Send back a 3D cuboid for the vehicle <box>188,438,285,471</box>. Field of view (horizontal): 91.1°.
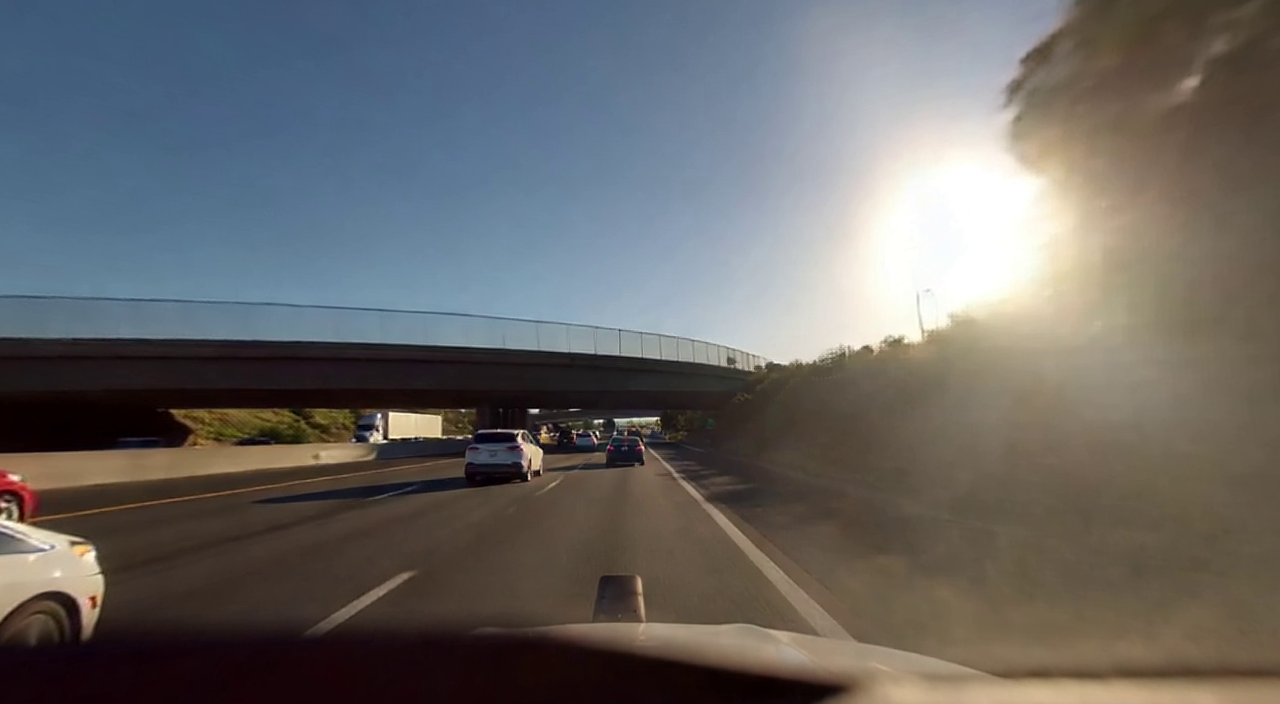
[{"bbox_3d":[-19.732,4.992,30.994,1.851,1.499,4.500,0,-8,-1],"label":"vehicle"}]

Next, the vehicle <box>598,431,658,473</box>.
[{"bbox_3d":[-0.444,3.729,23.711,2.070,1.452,3.834,0,-8,-1],"label":"vehicle"}]

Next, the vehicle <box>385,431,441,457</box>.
[{"bbox_3d":[-15.510,6.291,43.231,2.078,1.665,4.538,0,-8,0],"label":"vehicle"}]

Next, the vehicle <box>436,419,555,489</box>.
[{"bbox_3d":[-3.837,2.791,17.604,2.154,1.690,4.595,0,-8,1],"label":"vehicle"}]

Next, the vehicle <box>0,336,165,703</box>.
[{"bbox_3d":[-3.759,0.617,1.359,2.107,1.703,4.274,0,-8,0],"label":"vehicle"}]
